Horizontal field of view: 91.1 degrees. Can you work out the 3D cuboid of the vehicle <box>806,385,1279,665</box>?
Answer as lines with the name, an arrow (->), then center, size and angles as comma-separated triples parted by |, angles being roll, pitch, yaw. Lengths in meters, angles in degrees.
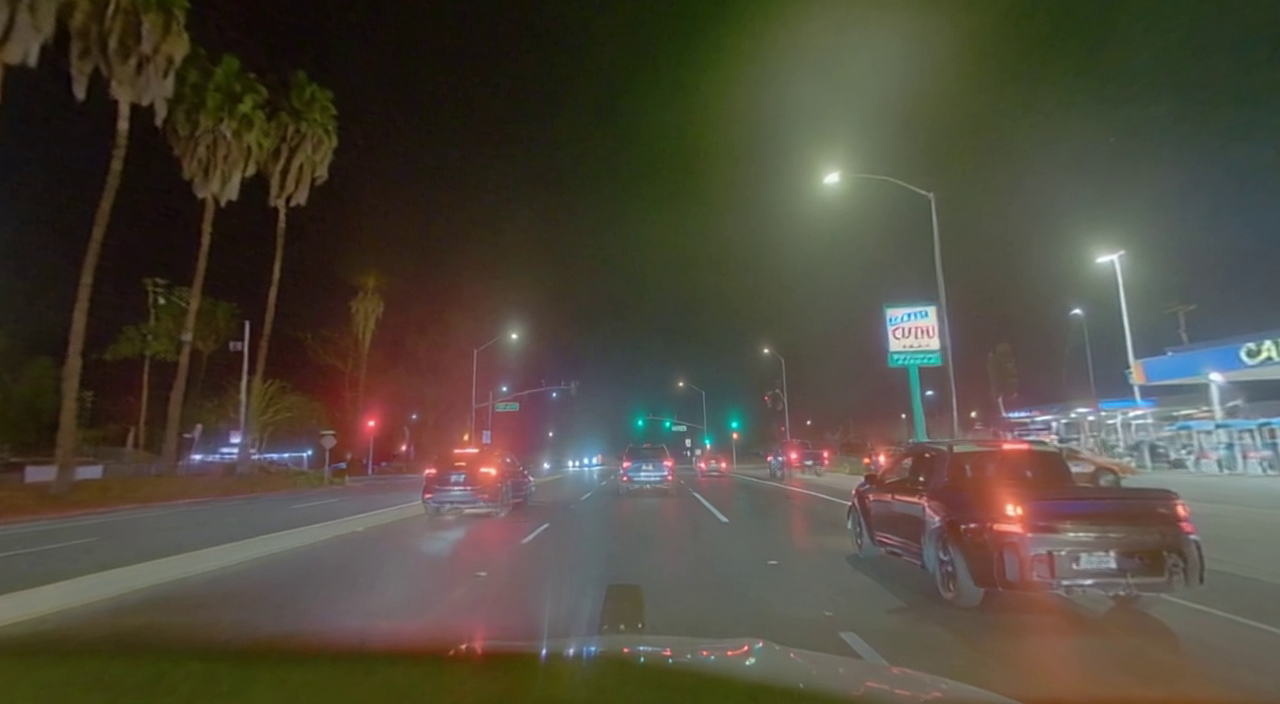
vehicle -> 3.649, 1.537, 6.955 | 2.120, 1.828, 5.531 | 0, -8, 0

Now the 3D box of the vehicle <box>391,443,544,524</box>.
vehicle -> -3.591, 2.812, 14.136 | 1.983, 1.502, 4.720 | 0, -8, 2

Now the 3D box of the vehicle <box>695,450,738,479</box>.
vehicle -> 4.097, 6.094, 34.271 | 1.901, 1.401, 3.965 | 0, -8, 1

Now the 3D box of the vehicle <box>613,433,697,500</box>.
vehicle -> 0.433, 3.588, 20.139 | 2.295, 1.835, 5.471 | 0, -8, 0

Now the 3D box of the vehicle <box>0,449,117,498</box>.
vehicle -> -29.352, 5.763, 30.401 | 2.543, 2.092, 6.613 | 0, -8, -2

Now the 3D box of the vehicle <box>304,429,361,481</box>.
vehicle -> -18.228, 6.039, 37.116 | 2.109, 2.870, 3.441 | 7, -11, -39

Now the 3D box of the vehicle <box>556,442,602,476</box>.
vehicle -> -3.420, 6.100, 36.090 | 2.071, 1.811, 4.605 | 0, -8, 2
